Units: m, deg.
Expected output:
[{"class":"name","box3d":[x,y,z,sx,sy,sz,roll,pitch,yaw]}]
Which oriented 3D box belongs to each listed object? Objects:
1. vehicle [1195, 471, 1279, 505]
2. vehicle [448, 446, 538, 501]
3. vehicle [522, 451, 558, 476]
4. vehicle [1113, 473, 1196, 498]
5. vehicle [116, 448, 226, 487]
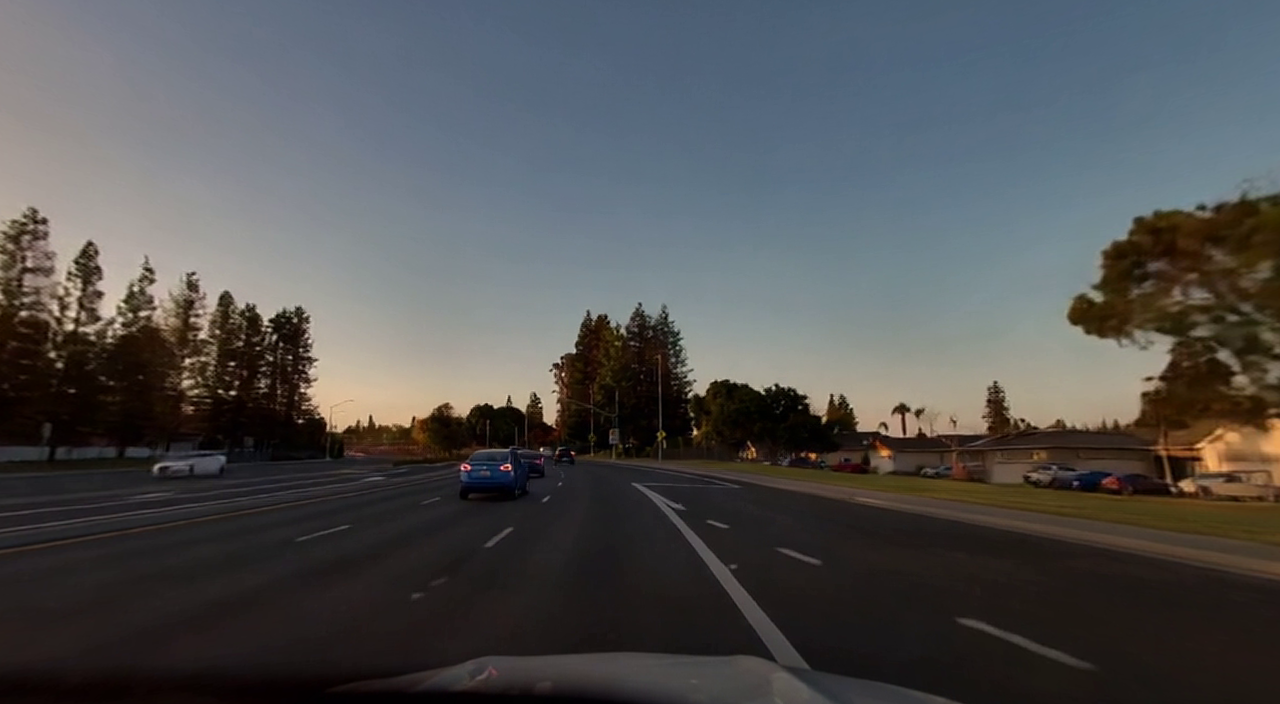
[{"class":"vehicle","box3d":[37.086,8.188,38.238,1.973,1.671,5.072,1,-9,-6]},{"class":"vehicle","box3d":[-4.746,3.952,21.083,2.098,1.613,4.606,0,-8,-3]},{"class":"vehicle","box3d":[-6.340,7.101,40.425,1.904,1.476,3.736,0,-8,-4]},{"class":"vehicle","box3d":[36.074,9.345,44.427,1.721,1.487,4.510,1,-9,-6]},{"class":"vehicle","box3d":[-20.661,5.063,28.072,1.844,1.582,4.218,0,-8,-4]}]
